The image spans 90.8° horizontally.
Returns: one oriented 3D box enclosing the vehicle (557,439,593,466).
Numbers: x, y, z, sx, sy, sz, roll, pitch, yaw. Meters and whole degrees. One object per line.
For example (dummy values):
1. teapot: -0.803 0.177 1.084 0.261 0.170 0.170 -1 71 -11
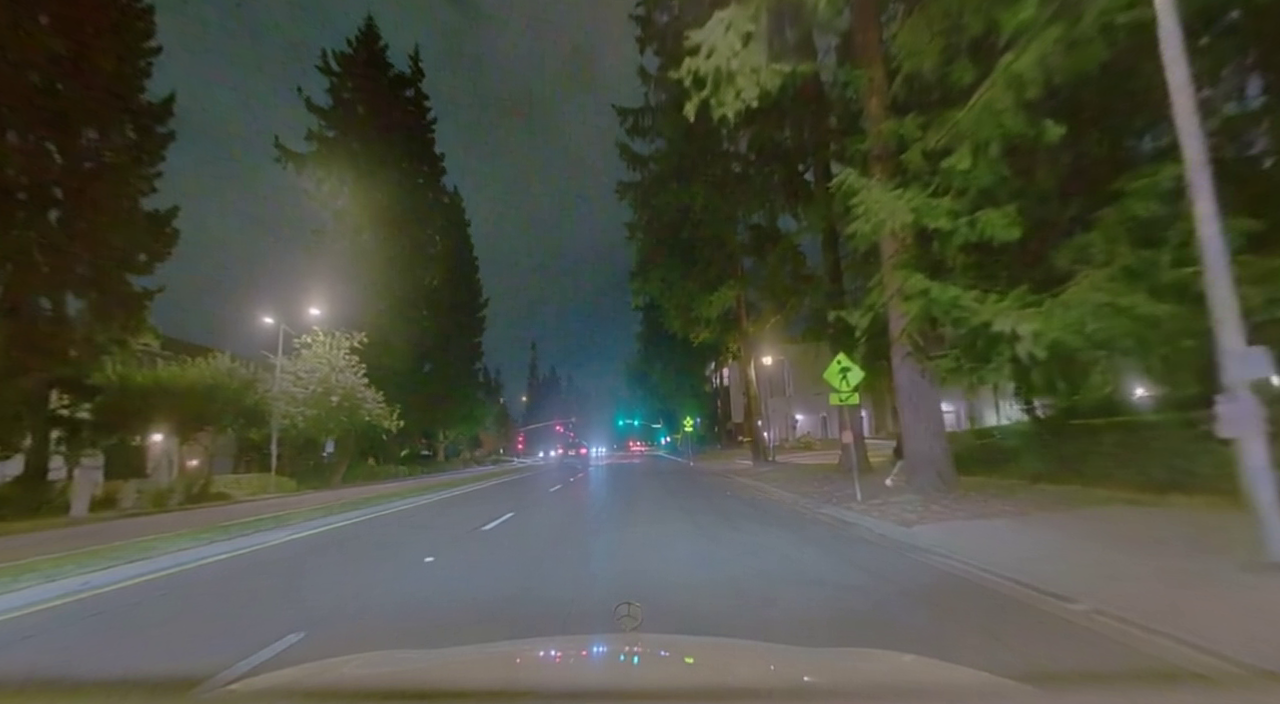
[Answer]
1. vehicle: -4.486 6.985 44.172 2.065 1.714 4.272 0 -8 0
